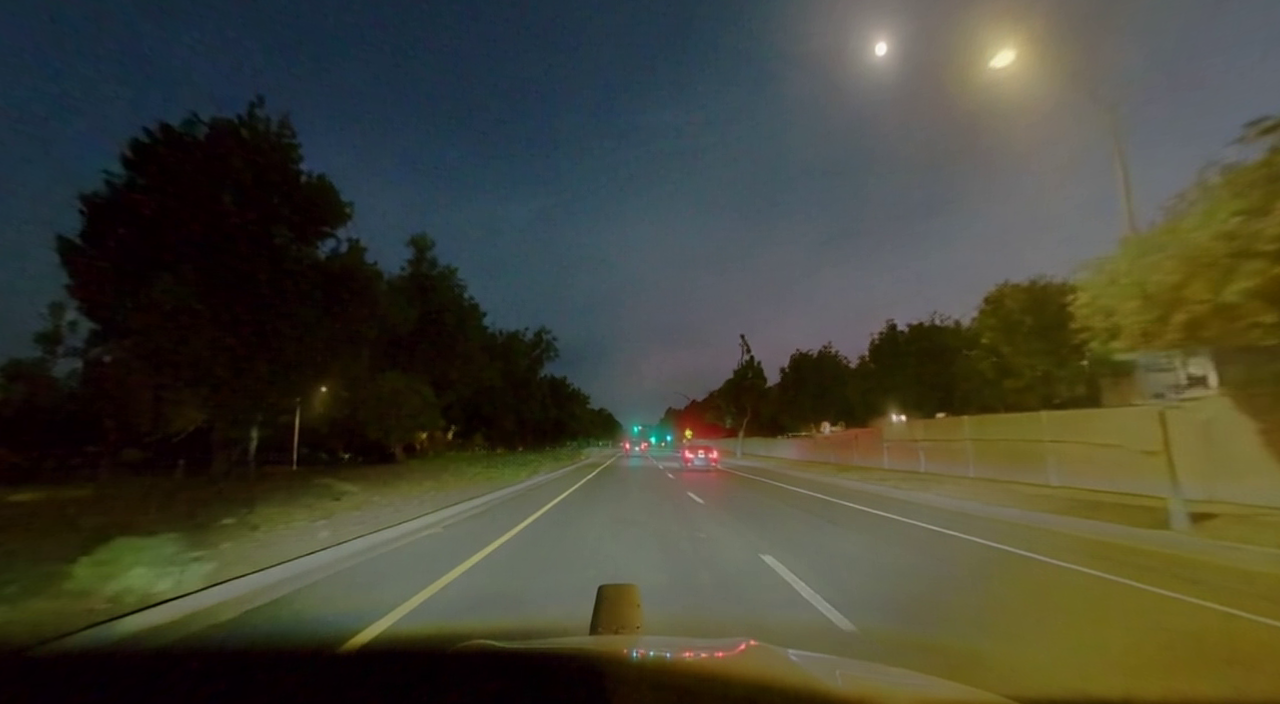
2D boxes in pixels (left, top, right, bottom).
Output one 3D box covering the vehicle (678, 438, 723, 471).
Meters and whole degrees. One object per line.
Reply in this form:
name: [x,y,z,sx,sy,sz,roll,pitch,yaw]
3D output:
vehicle: [3.168,5.466,33.864,1.888,1.640,4.044,0,-8,-2]
